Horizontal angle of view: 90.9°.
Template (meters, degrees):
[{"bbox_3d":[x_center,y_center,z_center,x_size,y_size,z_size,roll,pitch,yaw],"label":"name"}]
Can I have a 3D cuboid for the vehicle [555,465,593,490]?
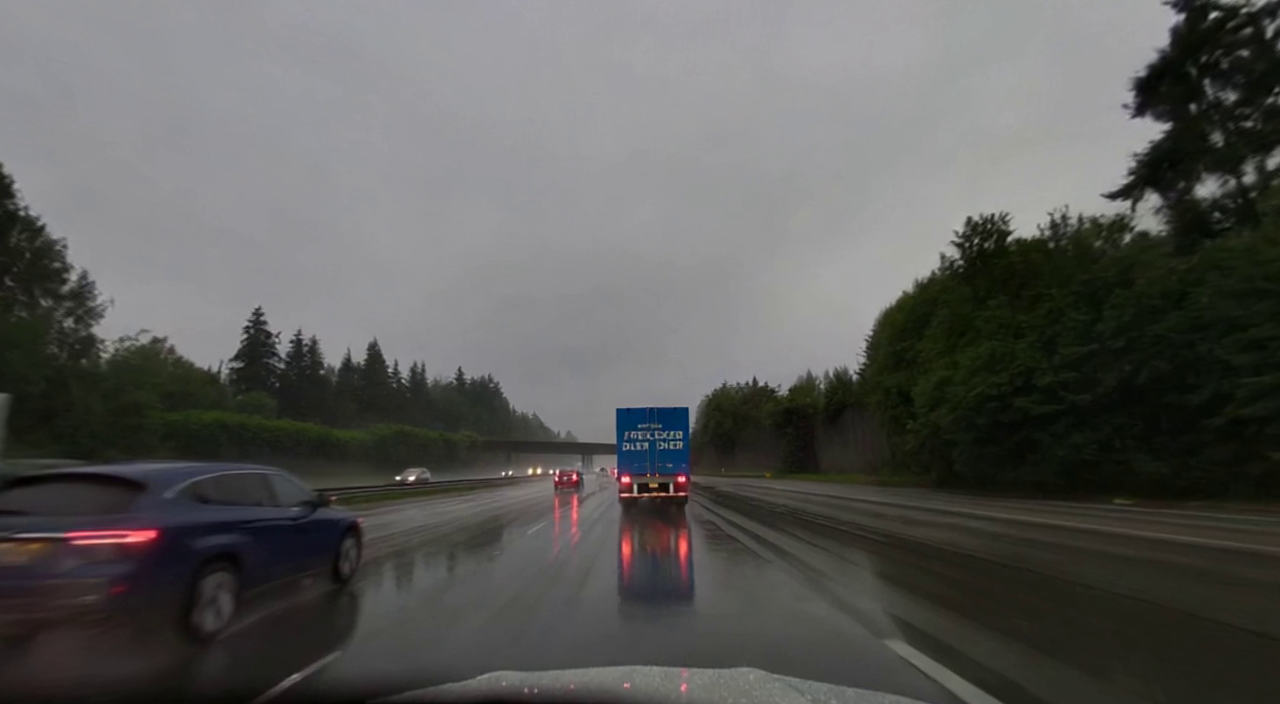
[{"bbox_3d":[-4.350,8.346,42.166,2.060,1.535,4.109,1,-10,1],"label":"vehicle"}]

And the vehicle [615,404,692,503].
[{"bbox_3d":[0.469,4.848,29.595,2.980,3.834,9.423,1,-10,-1],"label":"vehicle"}]

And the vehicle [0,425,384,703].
[{"bbox_3d":[-4.089,1.509,5.199,1.978,1.516,4.617,1,-10,0],"label":"vehicle"}]

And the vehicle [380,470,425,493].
[{"bbox_3d":[-16.319,8.873,43.408,1.762,1.459,3.631,1,-10,-2],"label":"vehicle"}]
